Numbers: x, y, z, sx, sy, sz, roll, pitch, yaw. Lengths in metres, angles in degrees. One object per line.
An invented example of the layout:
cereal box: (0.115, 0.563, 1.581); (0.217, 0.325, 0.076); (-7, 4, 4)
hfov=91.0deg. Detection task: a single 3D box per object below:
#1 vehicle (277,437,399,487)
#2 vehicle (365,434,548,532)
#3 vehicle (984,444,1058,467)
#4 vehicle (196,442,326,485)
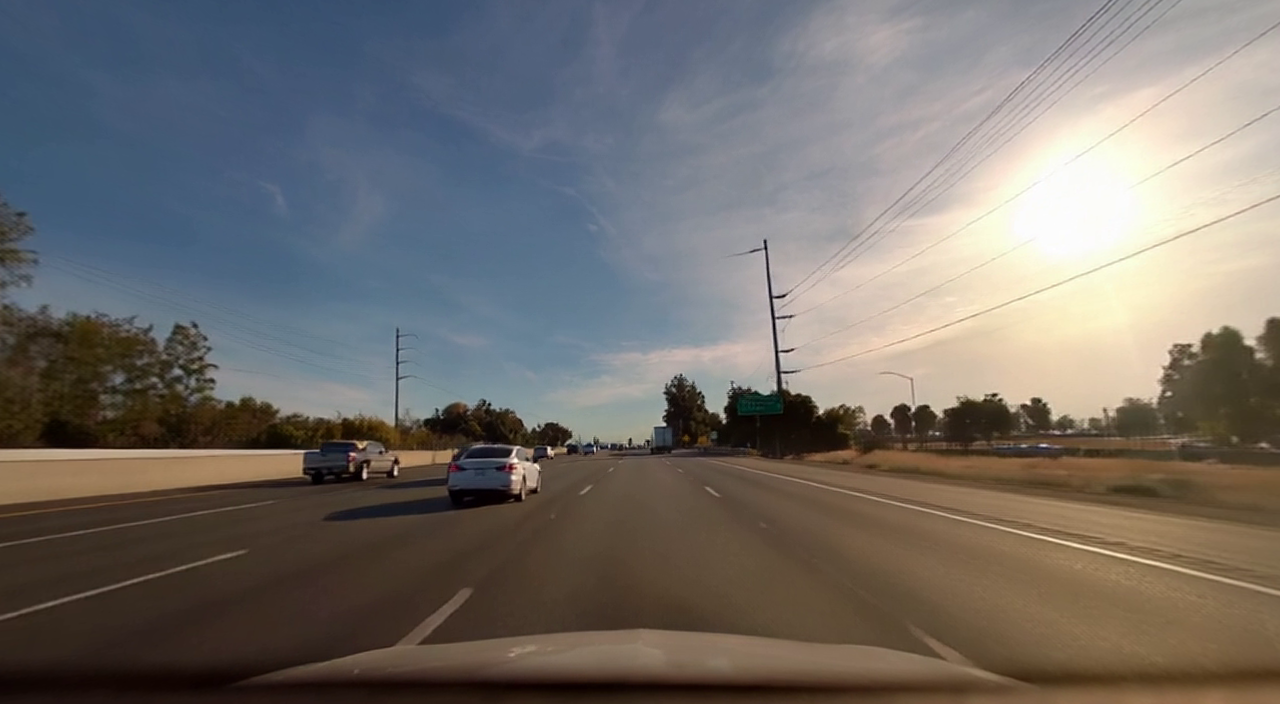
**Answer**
vehicle: (-10.883, 3.977, 23.159); (2.058, 1.621, 4.739); (0, -9, 1)
vehicle: (-3.271, 2.448, 12.502); (2.045, 1.532, 4.954); (0, -9, 1)
vehicle: (26.380, 7.180, 43.746); (1.818, 1.470, 4.404); (2, -9, -12)
vehicle: (-14.587, 4.306, 24.648); (2.039, 1.516, 4.780); (0, -9, 1)
